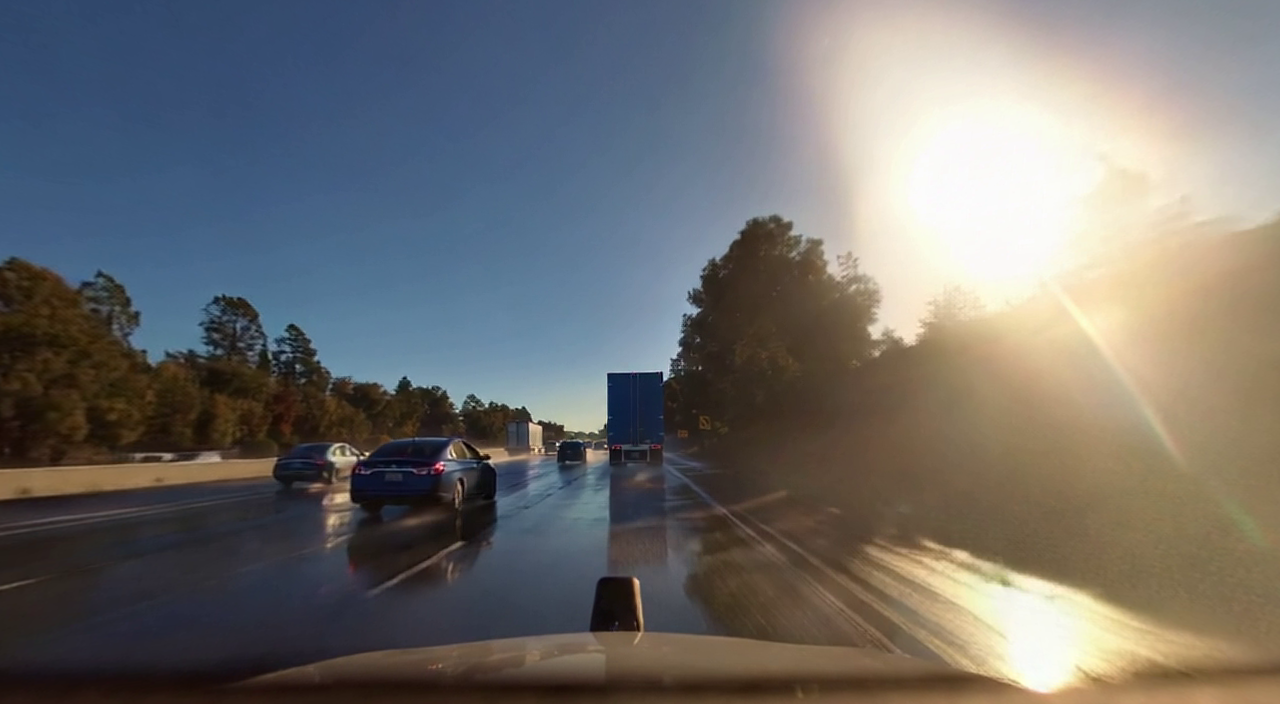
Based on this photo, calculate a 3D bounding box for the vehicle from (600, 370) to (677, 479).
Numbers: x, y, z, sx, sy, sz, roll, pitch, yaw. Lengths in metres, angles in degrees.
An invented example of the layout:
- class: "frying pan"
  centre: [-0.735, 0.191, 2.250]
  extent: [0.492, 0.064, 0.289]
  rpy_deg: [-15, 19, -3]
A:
- class: "vehicle"
  centre: [-0.219, 3.499, 29.359]
  extent: [2.913, 4.113, 10.724]
  rpy_deg: [0, -8, -2]

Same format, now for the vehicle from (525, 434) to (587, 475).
- class: "vehicle"
  centre: [-3.653, 4.548, 28.137]
  extent: [2.158, 1.680, 4.087]
  rpy_deg: [0, -8, 0]

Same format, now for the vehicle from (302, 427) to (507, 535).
- class: "vehicle"
  centre: [-3.962, 2.226, 11.480]
  extent: [2.164, 1.582, 3.979]
  rpy_deg: [0, -8, 0]
